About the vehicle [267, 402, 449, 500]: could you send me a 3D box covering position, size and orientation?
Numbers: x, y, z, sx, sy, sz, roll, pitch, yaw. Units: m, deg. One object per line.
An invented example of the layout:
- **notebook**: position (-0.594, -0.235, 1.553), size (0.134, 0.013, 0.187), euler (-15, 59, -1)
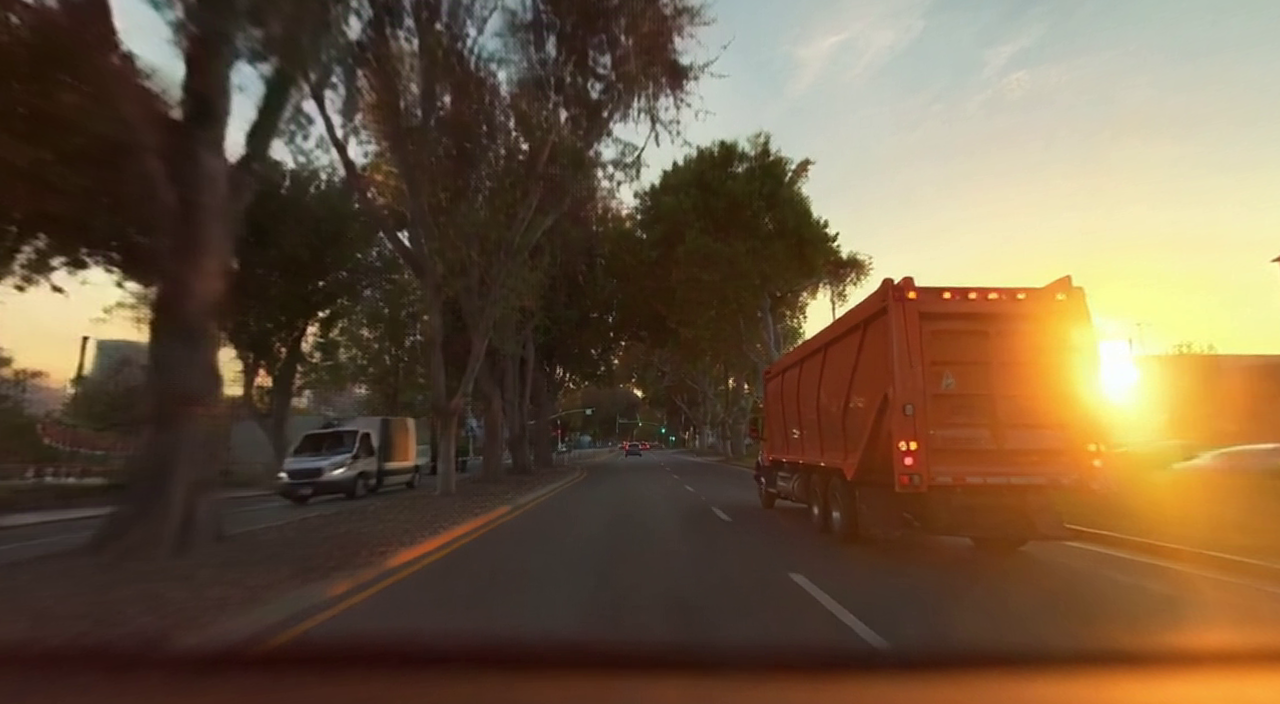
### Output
- **vehicle**: position (-10.283, 3.808, 24.617), size (3.257, 3.085, 9.164), euler (0, -9, -3)

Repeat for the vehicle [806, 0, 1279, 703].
- **vehicle**: position (3.989, 0.257, 4.461), size (2.731, 3.407, 10.262), euler (0, -8, -1)
